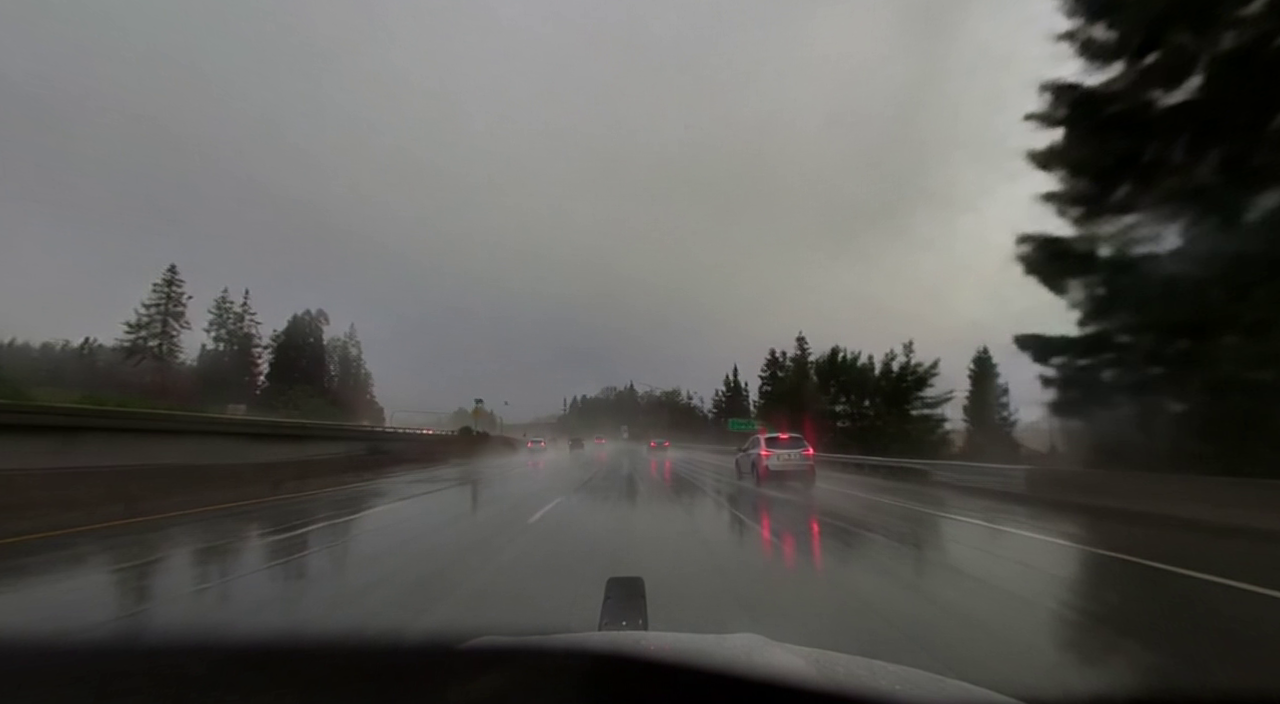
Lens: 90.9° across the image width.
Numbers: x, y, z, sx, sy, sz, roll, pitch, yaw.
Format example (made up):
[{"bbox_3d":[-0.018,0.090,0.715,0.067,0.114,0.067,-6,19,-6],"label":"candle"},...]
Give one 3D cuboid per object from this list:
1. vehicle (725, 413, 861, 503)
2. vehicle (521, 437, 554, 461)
[{"bbox_3d":[3.405,2.462,14.987,2.043,1.795,4.347,0,-8,-1],"label":"vehicle"},{"bbox_3d":[-7.412,7.098,46.071,2.064,1.645,4.286,1,-8,-5],"label":"vehicle"}]
